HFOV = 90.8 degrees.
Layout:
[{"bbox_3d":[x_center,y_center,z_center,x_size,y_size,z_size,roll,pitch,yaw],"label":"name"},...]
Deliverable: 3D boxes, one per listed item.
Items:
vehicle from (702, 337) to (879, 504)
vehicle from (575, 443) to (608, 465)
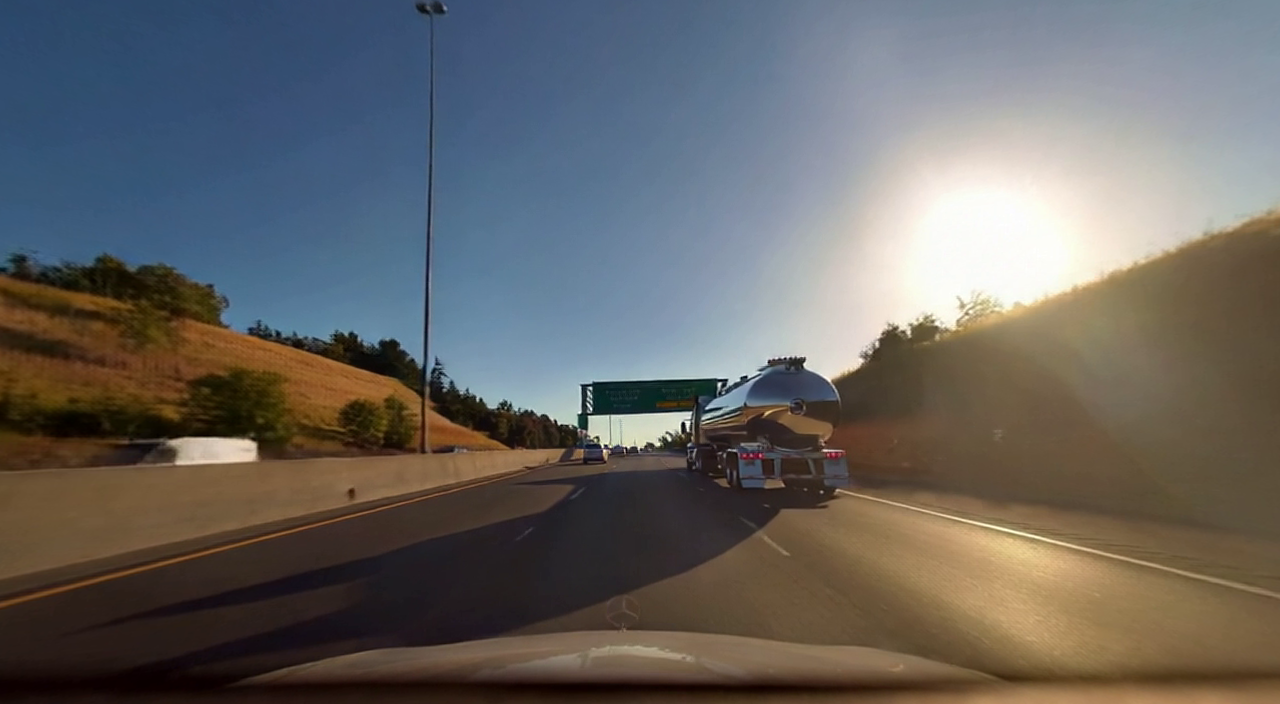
[{"bbox_3d":[3.830,2.230,18.983,2.759,3.734,9.708,0,-9,-1],"label":"vehicle"},{"bbox_3d":[-3.436,7.334,45.388,1.986,1.458,4.506,0,-9,0],"label":"vehicle"}]
